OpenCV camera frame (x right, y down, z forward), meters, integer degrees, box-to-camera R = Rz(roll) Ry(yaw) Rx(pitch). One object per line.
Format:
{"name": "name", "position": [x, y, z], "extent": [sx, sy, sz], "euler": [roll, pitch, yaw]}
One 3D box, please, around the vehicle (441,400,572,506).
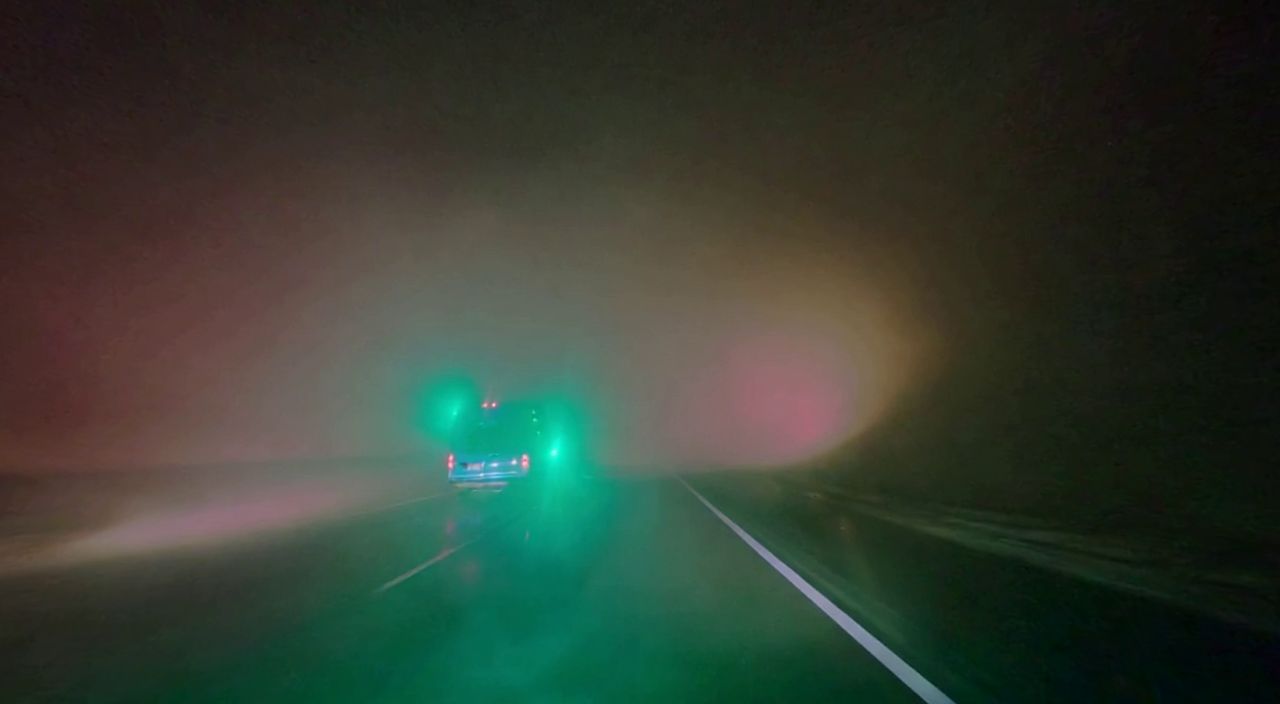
{"name": "vehicle", "position": [-3.562, 2.915, 18.377], "extent": [2.437, 2.565, 5.829], "euler": [0, -9, 1]}
